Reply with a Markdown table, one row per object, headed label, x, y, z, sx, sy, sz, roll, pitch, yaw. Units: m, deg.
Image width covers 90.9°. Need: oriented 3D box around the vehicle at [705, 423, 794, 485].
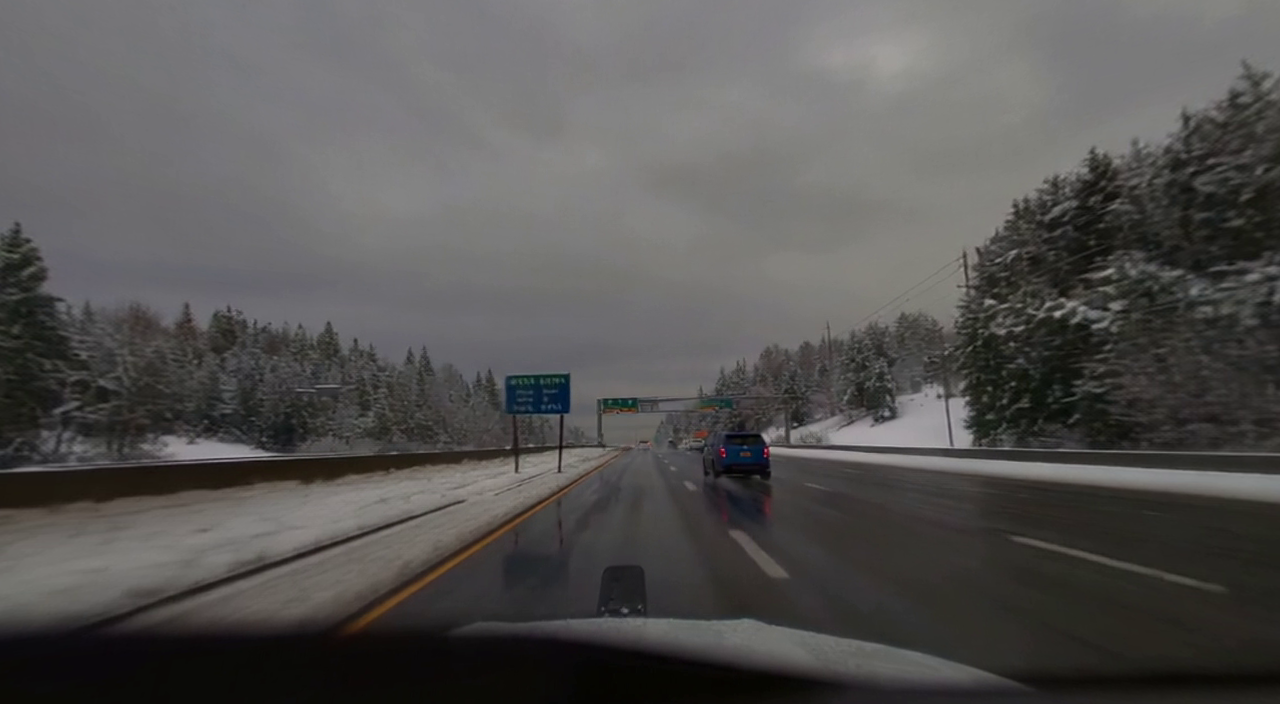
| label | x | y | z | sx | sy | sz | roll | pitch | yaw |
| --- | --- | --- | --- | --- | --- | --- | --- | --- | --- |
| vehicle | 3.469 | 3.330 | 20.886 | 2.120 | 1.832 | 4.287 | 0 | -8 | -1 |
